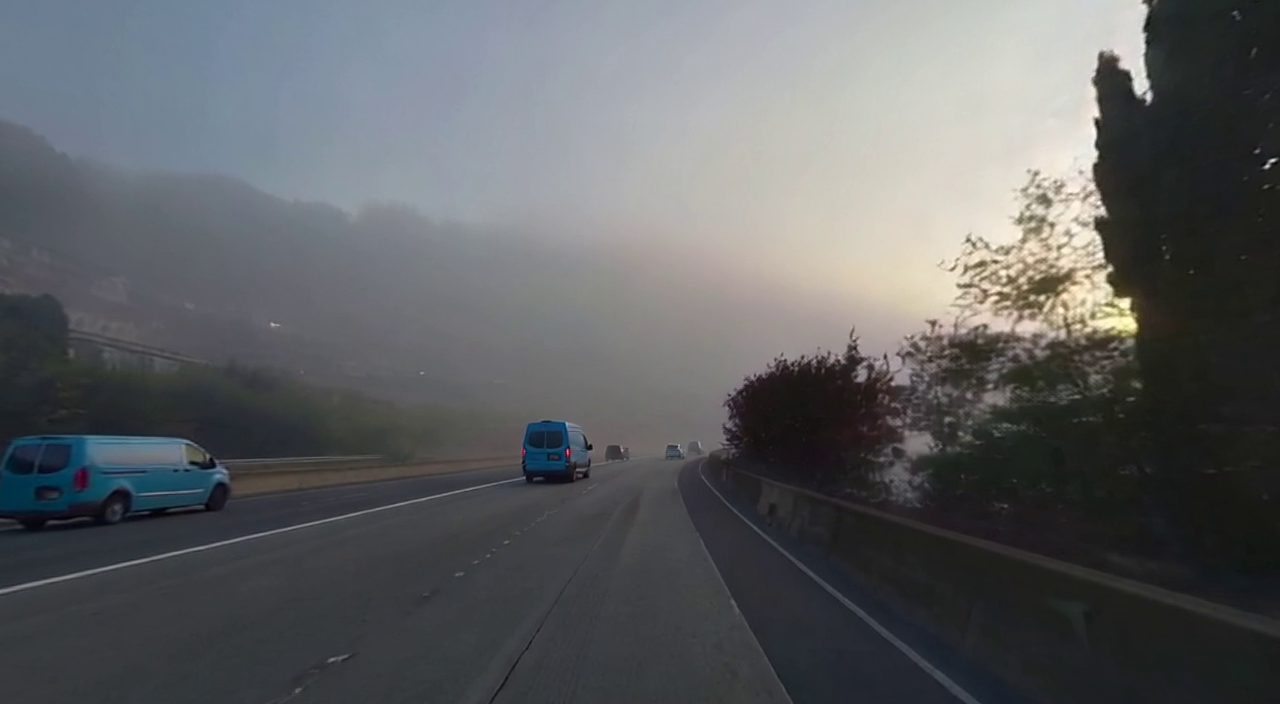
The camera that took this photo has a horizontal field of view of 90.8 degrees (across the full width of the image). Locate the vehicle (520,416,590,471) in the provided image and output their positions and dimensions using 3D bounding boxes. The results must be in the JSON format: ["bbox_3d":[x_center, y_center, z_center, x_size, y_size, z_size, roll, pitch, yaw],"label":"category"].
[{"bbox_3d":[-4.536,5.077,35.026,2.314,2.703,6.441,-1,-8,6],"label":"vehicle"}]

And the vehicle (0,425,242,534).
[{"bbox_3d":[-9.412,2.125,11.158,1.821,1.524,4.342,0,-8,1],"label":"vehicle"}]
